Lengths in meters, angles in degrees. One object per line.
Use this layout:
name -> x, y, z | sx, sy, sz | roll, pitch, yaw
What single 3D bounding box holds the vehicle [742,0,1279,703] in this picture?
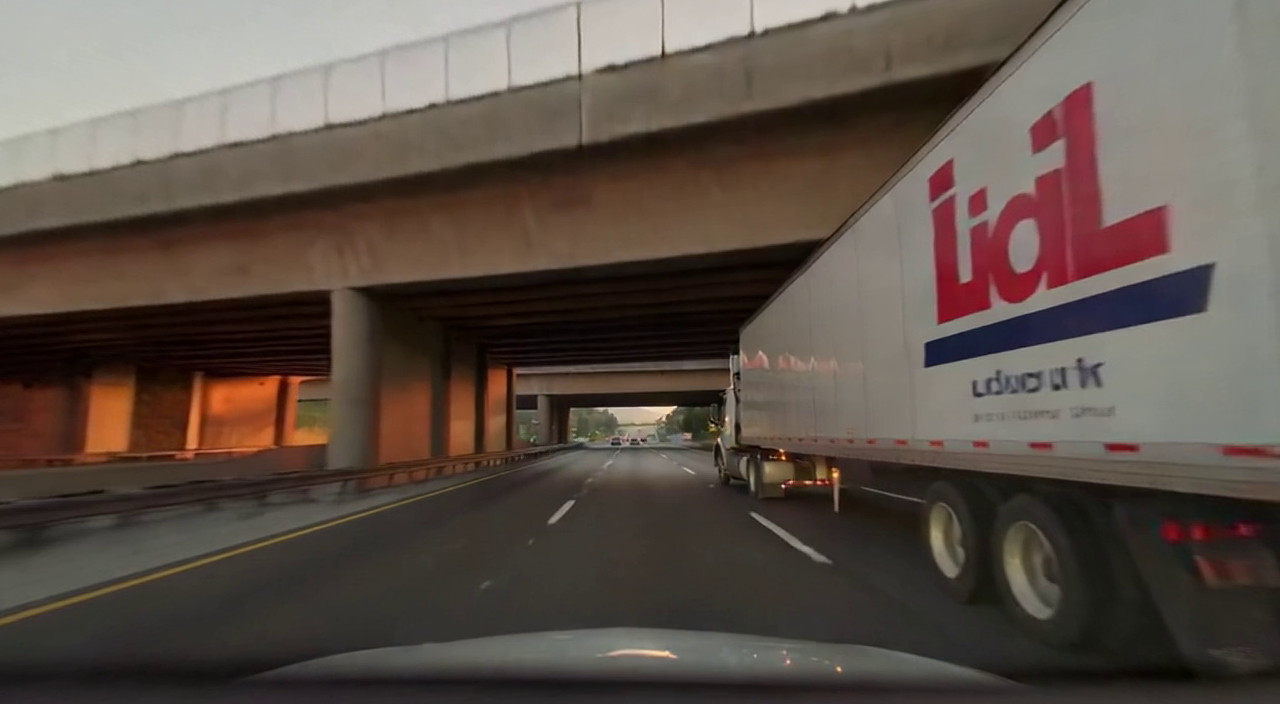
vehicle -> 4.152, 0.261, 8.004 | 3.034, 4.194, 14.704 | 0, -8, -1
